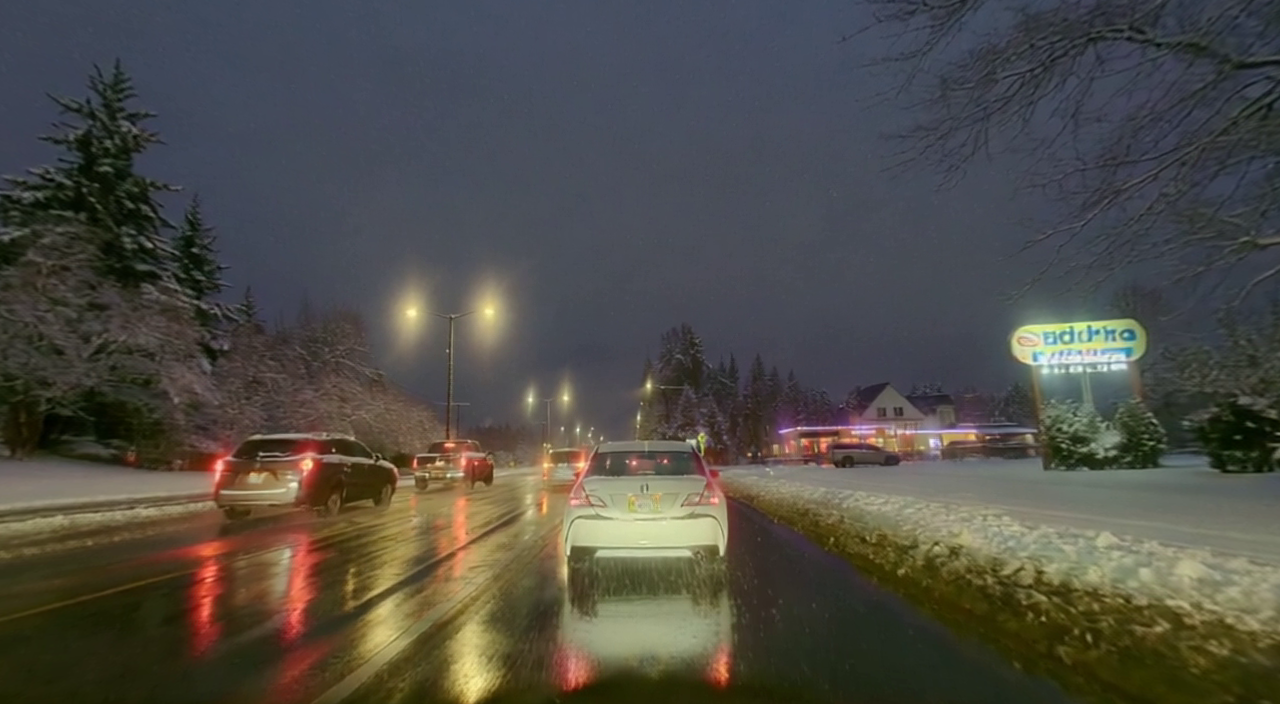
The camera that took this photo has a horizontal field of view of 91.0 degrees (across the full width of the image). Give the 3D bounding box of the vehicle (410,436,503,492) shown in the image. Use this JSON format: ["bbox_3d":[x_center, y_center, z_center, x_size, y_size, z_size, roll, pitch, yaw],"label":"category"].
[{"bbox_3d":[-6.849,4.224,24.125,2.130,1.900,4.470,0,-9,1],"label":"vehicle"}]

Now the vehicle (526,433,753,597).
[{"bbox_3d":[0.033,1.812,7.876,2.091,1.494,3.962,0,-9,1],"label":"vehicle"}]

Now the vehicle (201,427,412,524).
[{"bbox_3d":[-6.979,2.618,13.915,2.032,1.767,4.549,0,-9,2],"label":"vehicle"}]
